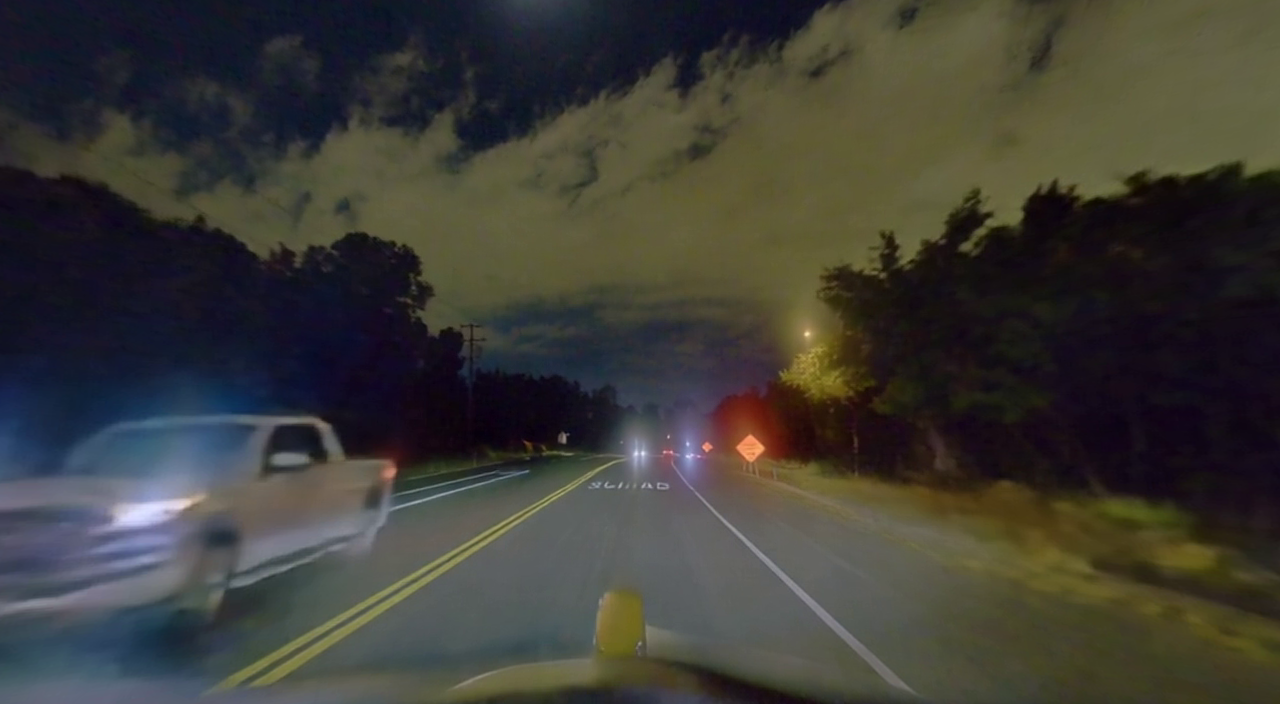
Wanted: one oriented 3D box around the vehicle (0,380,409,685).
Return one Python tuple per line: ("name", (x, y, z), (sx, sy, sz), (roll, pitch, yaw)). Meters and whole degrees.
("vehicle", (-3.992, 1.343, 5.833), (2.018, 1.702, 4.423), (0, -9, 0))
